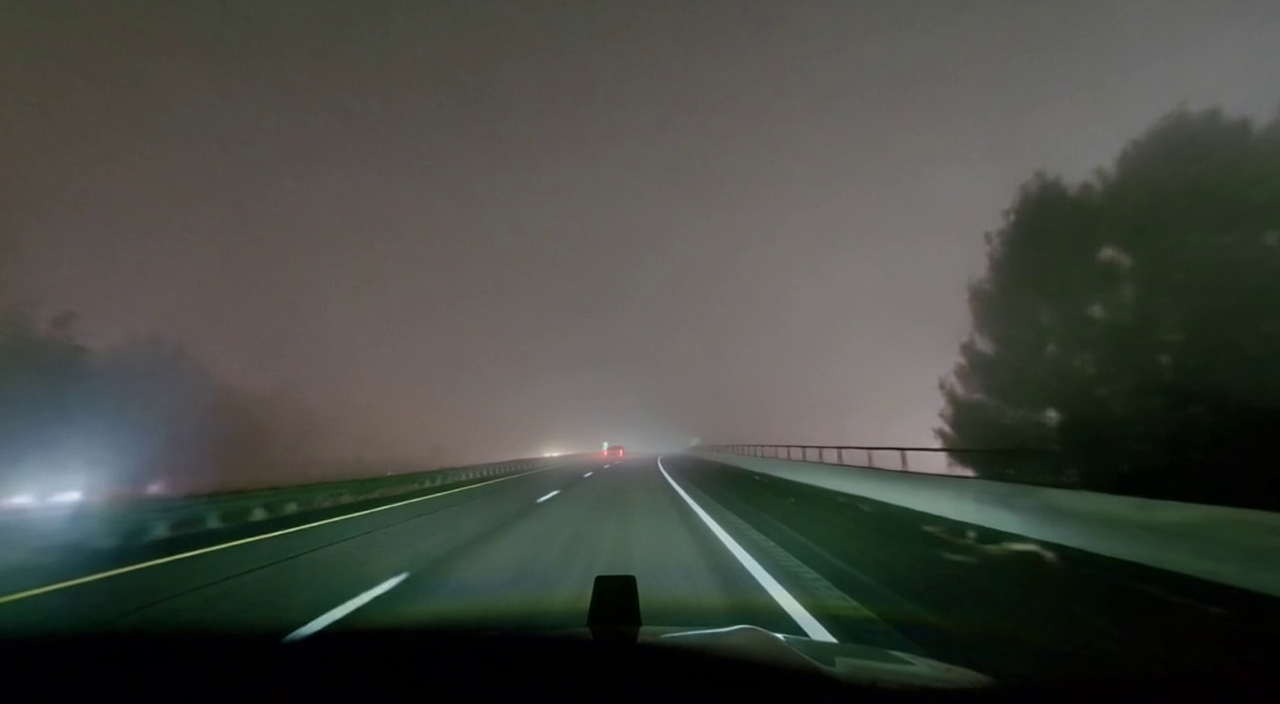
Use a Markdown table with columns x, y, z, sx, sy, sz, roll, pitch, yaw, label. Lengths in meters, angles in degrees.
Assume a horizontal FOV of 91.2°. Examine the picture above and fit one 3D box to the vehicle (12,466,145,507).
| x | y | z | sx | sy | sz | roll | pitch | yaw | label |
| --- | --- | --- | --- | --- | --- | --- | --- | --- | --- |
| -24.813 | 5.928 | 27.940 | 1.904 | 1.527 | 4.309 | 0 | -9 | 0 | vehicle |
